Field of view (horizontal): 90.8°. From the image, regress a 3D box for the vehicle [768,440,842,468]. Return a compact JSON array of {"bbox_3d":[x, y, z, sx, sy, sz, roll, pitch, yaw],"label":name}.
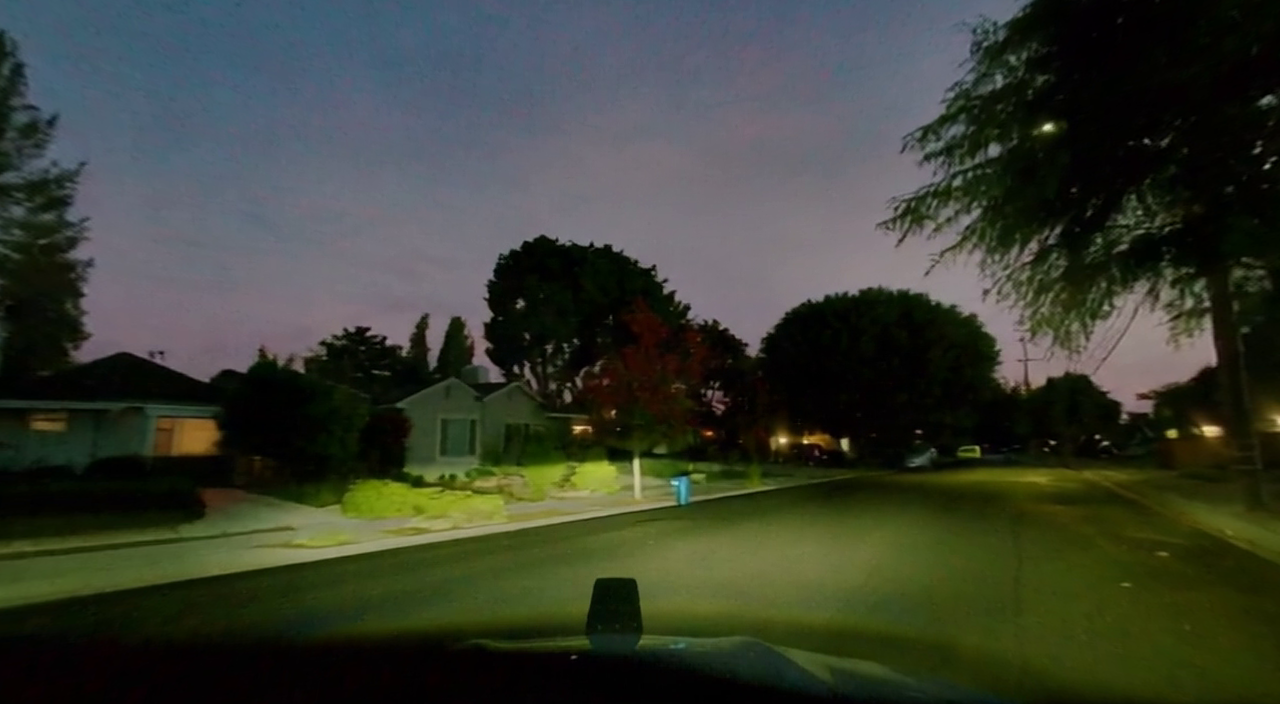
[{"bbox_3d":[12.511,7.700,47.984,5.033,1.997,2.126,-5,-10,30],"label":"vehicle"}]
